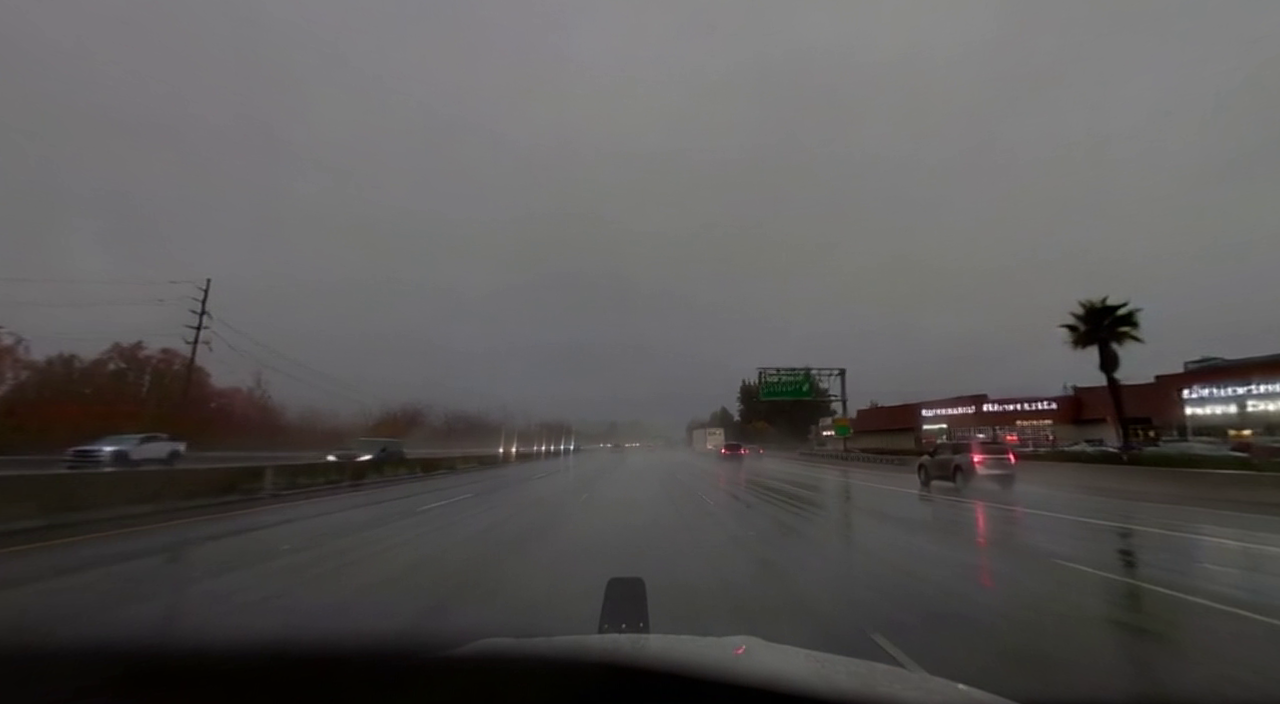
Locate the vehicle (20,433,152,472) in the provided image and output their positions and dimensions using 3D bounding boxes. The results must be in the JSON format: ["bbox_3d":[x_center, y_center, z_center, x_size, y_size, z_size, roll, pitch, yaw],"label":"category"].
[{"bbox_3d":[-25.843,4.687,29.683,1.949,1.676,4.578,0,-8,1],"label":"vehicle"}]

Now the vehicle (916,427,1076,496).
[{"bbox_3d":[10.778,3.329,19.625,2.168,1.861,4.678,0,-8,0],"label":"vehicle"}]

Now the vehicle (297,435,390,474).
[{"bbox_3d":[-12.518,4.349,26.930,1.827,1.495,4.213,0,-8,1],"label":"vehicle"}]

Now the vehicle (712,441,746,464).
[{"bbox_3d":[6.996,7.951,49.971,2.064,1.681,4.287,0,-8,-1],"label":"vehicle"}]
